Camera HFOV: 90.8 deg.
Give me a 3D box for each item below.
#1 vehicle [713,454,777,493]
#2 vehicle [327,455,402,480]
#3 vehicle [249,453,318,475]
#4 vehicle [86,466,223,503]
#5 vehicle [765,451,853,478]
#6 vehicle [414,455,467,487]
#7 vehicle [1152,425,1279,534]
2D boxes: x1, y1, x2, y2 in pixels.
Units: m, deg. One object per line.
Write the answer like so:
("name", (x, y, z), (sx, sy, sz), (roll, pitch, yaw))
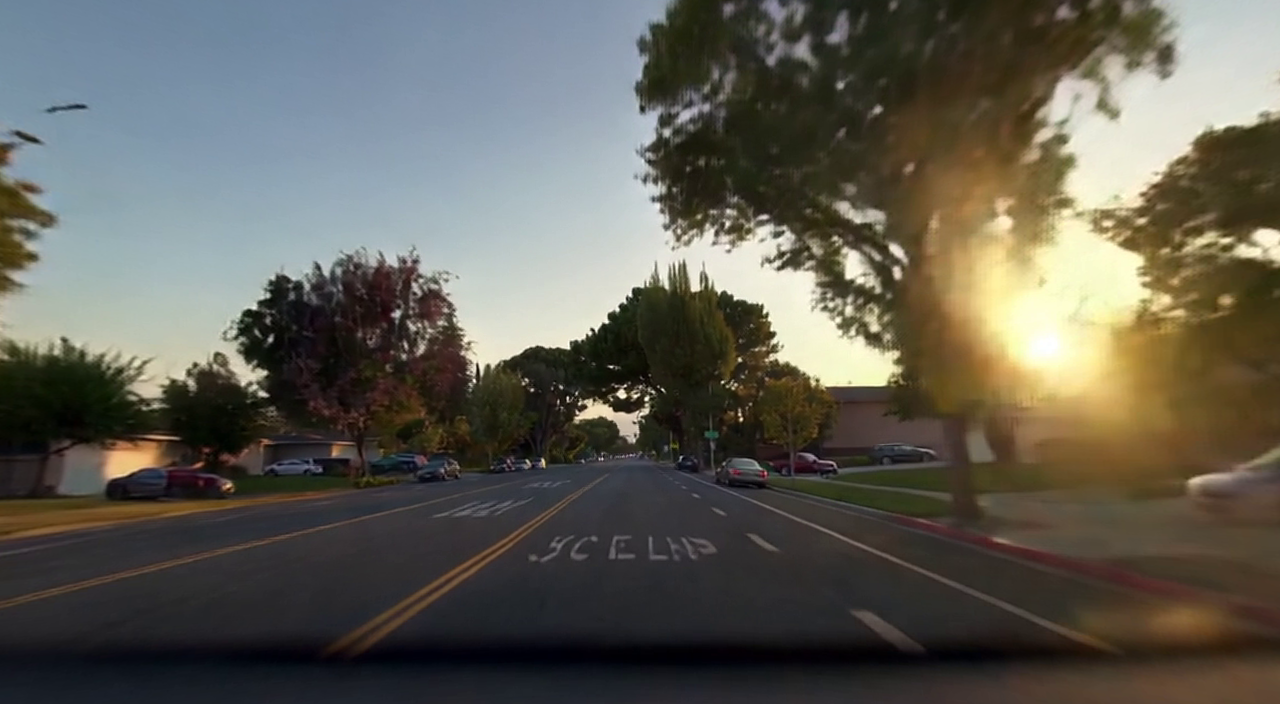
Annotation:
("vehicle", (4.396, 5.146, 27.090), (1.970, 1.455, 4.233), (0, -9, -1))
("vehicle", (-20.649, 8.671, 47.495), (4.744, 1.752, 2.008), (1, -9, -7))
("vehicle", (-26.902, 8.480, 47.750), (4.073, 1.502, 1.822), (-1, -9, -2))
("vehicle", (-21.596, 5.884, 28.265), (4.413, 1.477, 2.100), (-1, -9, 1))
("vehicle", (9.797, 6.555, 36.900), (4.501, 1.502, 1.975), (0, -9, -1))
("vehicle", (-13.020, 7.768, 41.569), (2.049, 1.782, 4.460), (-4, -8, 0))
("vehicle", (11.198, 1.939, 9.948), (4.596, 1.527, 1.858), (0, -9, 0))
